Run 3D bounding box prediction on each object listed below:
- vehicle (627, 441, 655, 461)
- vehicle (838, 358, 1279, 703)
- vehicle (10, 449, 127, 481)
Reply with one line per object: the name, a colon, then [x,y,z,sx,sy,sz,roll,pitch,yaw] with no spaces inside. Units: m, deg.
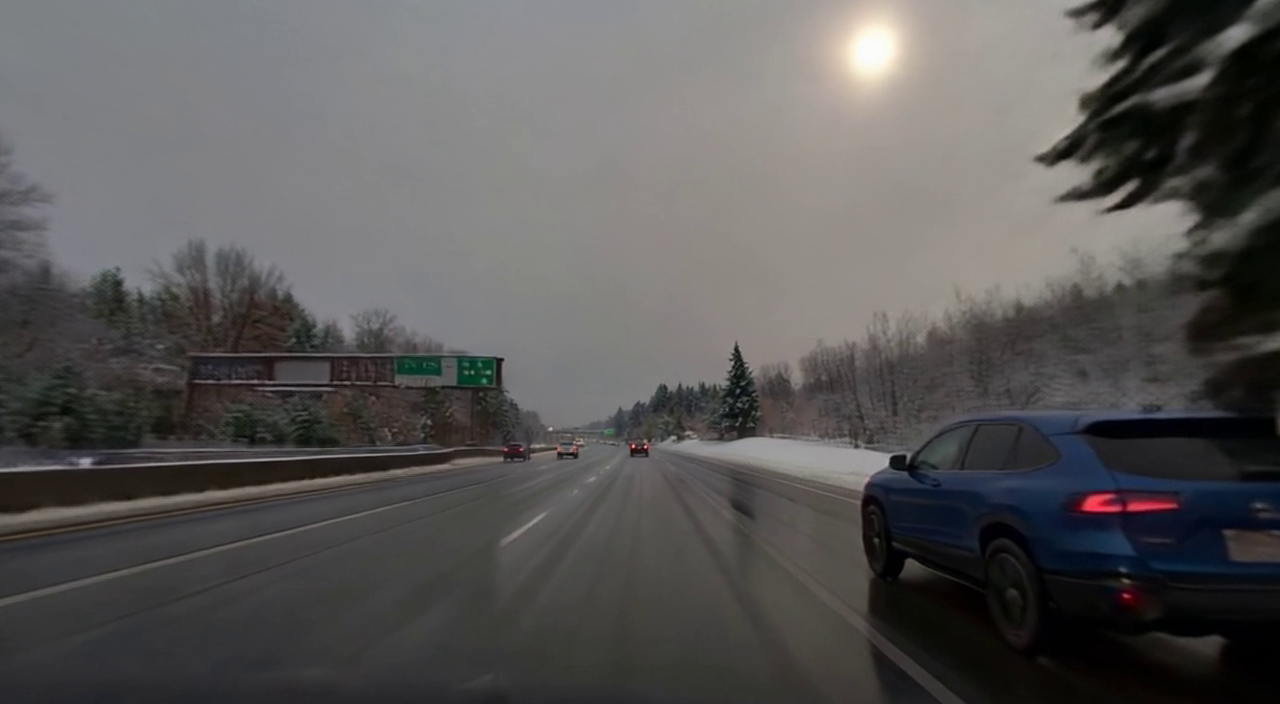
vehicle: [0.073,7.376,47.097,1.985,1.450,4.266,0,-8,0]
vehicle: [3.293,1.176,4.919,2.120,1.706,4.226,0,-8,0]
vehicle: [-28.801,5.665,31.973,1.839,1.450,4.394,0,-8,0]
